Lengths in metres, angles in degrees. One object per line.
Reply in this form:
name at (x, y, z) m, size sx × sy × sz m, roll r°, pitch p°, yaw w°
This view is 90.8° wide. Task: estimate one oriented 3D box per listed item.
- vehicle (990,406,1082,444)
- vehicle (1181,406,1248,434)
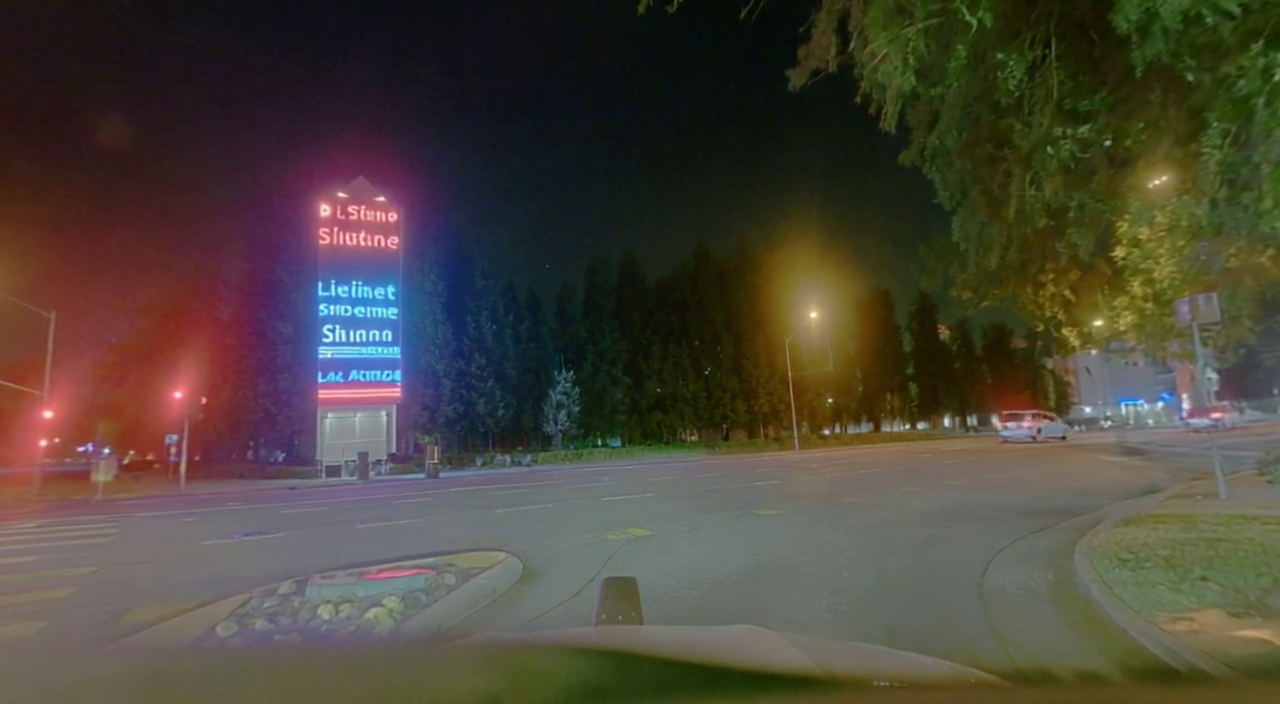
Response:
vehicle at (20.476, 3.830, 32.614) m, size 4.689 × 1.758 × 2.146 m, roll 5°, pitch -10°, yaw -33°
vehicle at (35.908, 4.291, 39.433) m, size 4.377 × 1.624 × 1.953 m, roll 6°, pitch -10°, yaw -34°
